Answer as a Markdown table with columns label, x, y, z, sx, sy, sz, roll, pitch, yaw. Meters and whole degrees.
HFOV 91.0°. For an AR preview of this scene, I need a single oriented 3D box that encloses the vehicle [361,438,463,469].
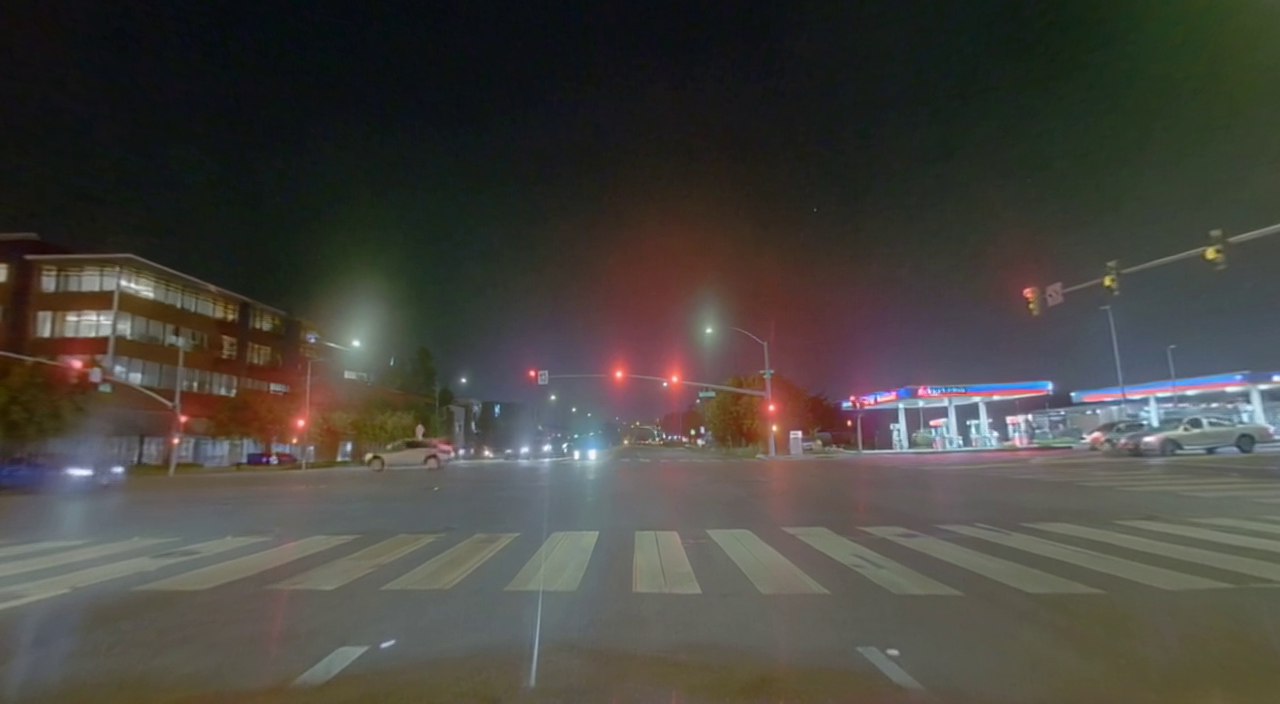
| label | x | y | z | sx | sy | sz | roll | pitch | yaw |
| --- | --- | --- | --- | --- | --- | --- | --- | --- | --- |
| vehicle | -14.705 | 6.575 | 40.831 | 5.789 | 1.893 | 2.169 | -1 | -8 | 4 |

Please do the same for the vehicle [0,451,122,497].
| label | x | y | z | sx | sy | sz | roll | pitch | yaw |
| --- | --- | --- | --- | --- | --- | --- | --- | --- | --- |
| vehicle | -21.951 | 4.453 | 22.996 | 4.488 | 1.463 | 1.888 | -3 | -9 | 3 |

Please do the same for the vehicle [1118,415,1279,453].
| label | x | y | z | sx | sy | sz | roll | pitch | yaw |
| --- | --- | --- | --- | --- | --- | --- | --- | --- | --- |
| vehicle | 22.801 | 3.392 | 25.808 | 4.696 | 1.483 | 1.898 | -1 | -8 | 3 |
